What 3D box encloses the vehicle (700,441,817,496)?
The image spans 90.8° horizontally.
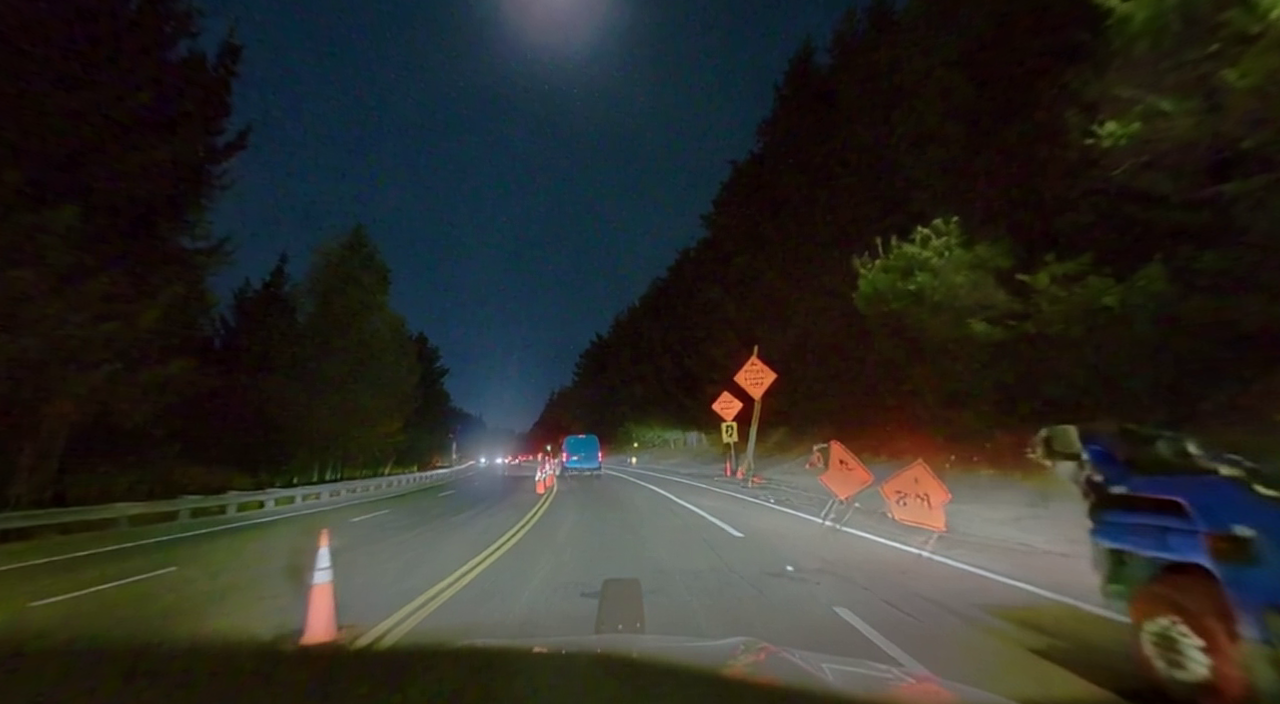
[{"bbox_3d":[3.086,3.148,17.427,2.277,1.299,3.889,0,-9,-3],"label":"vehicle"}]

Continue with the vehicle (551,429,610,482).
[{"bbox_3d":[-2.866,4.791,29.419,2.362,2.247,4.892,2,-9,-10],"label":"vehicle"}]
